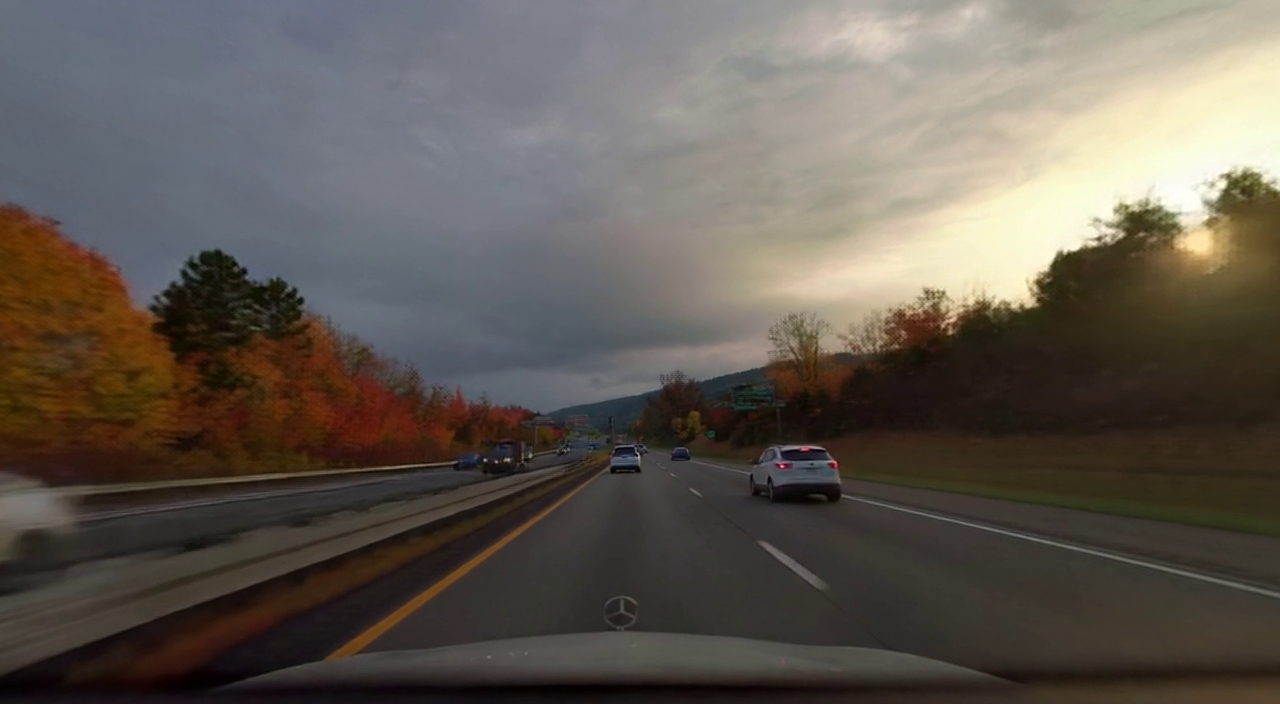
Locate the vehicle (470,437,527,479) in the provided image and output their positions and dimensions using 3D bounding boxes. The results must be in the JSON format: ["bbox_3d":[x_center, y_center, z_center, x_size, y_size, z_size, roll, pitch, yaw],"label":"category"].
[{"bbox_3d":[-9.541,7.187,42.812,2.447,2.609,5.829,-1,-9,1],"label":"vehicle"}]

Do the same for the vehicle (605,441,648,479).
[{"bbox_3d":[-0.628,5.166,30.249,1.937,1.699,3.936,-1,-9,0],"label":"vehicle"}]

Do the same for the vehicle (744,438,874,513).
[{"bbox_3d":[3.828,2.853,15.049,1.843,1.505,4.339,0,-9,-1],"label":"vehicle"}]

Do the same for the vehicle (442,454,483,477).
[{"bbox_3d":[-13.422,8.578,47.657,1.885,1.545,4.338,-1,-9,0],"label":"vehicle"}]
